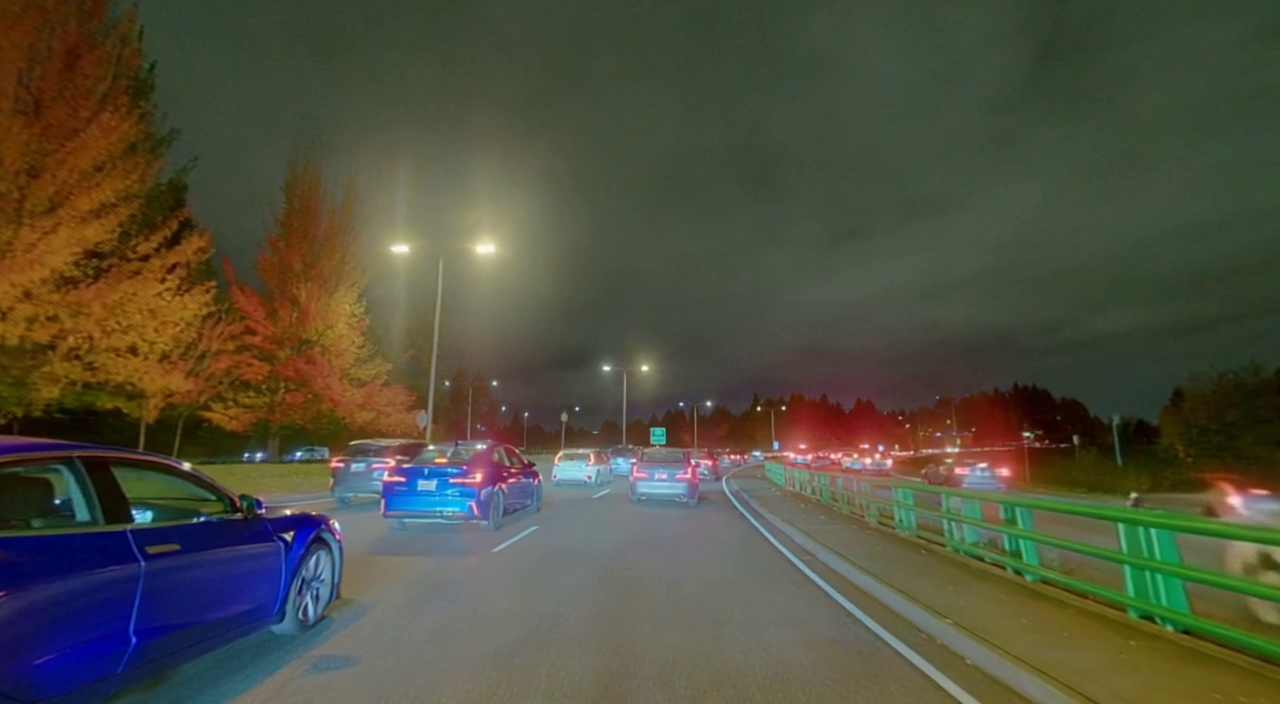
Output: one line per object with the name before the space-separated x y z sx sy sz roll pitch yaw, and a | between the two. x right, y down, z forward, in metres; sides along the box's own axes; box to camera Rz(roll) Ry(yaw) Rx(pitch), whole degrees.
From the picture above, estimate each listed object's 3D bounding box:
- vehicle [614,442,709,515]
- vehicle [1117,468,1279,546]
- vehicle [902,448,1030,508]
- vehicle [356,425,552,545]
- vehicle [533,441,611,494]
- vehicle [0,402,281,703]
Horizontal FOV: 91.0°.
vehicle | 0.559 3.009 15.530 2.015 1.506 4.276 0 -9 3
vehicle | 14.369 3.704 15.565 1.816 1.481 4.422 0 -9 2
vehicle | 10.948 4.226 21.652 2.121 1.777 4.755 0 -9 4
vehicle | -2.958 2.232 11.236 1.979 1.663 4.513 0 -9 2
vehicle | -2.259 3.975 22.109 1.930 1.635 4.260 0 -9 4
vehicle | -3.491 0.898 2.156 1.921 1.503 4.317 0 -9 1
